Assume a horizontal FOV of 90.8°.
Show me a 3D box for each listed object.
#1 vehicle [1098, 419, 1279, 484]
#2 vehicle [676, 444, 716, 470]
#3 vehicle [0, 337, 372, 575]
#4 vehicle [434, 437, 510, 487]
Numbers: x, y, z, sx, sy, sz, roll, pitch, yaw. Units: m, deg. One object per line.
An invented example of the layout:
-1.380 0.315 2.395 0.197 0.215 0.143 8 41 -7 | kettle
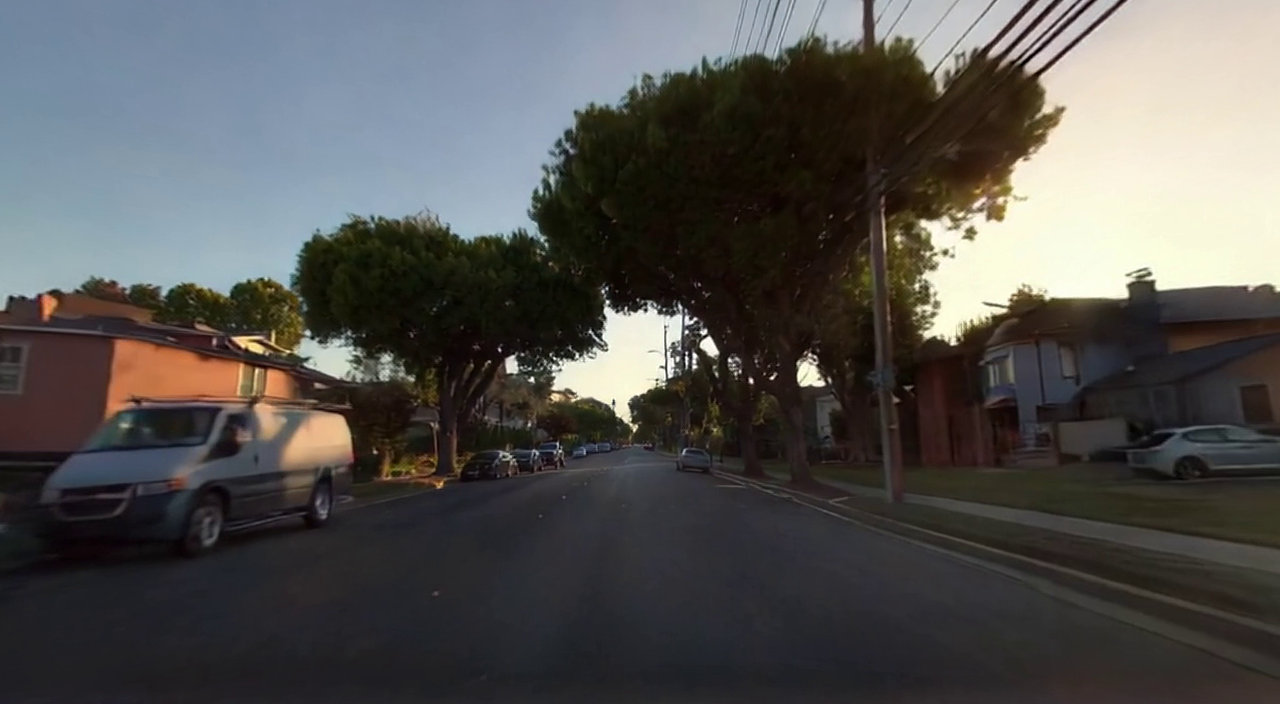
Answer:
16.078 2.860 18.133 4.275 1.645 1.874 -2 -10 1 | vehicle
3.337 6.321 38.182 1.869 1.453 4.237 0 -8 -2 | vehicle
-6.774 1.640 10.162 2.439 2.724 5.647 -1 -10 -1 | vehicle
-6.757 4.455 25.906 1.963 1.820 4.297 0 -8 -1 | vehicle
